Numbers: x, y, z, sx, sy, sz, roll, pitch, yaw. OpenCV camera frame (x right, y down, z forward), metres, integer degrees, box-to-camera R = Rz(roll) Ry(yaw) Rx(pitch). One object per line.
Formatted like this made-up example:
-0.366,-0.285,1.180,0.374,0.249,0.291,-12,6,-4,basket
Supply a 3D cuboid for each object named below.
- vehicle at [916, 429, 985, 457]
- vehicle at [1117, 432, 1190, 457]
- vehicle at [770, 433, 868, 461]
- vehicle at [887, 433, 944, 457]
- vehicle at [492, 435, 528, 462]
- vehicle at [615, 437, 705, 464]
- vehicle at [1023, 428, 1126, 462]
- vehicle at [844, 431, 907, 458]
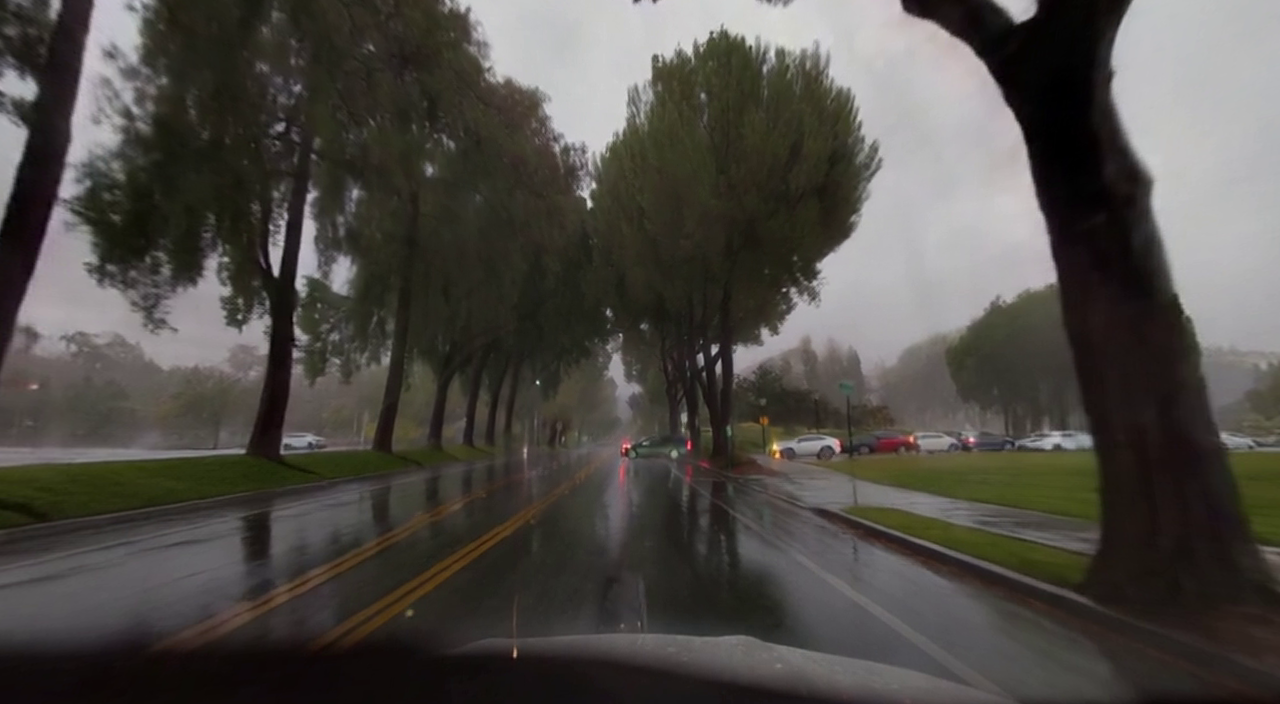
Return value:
20.671,6.111,42.318,2.023,1.736,4.227,1,-8,-8,vehicle
36.077,6.497,44.502,1.790,1.665,3.807,1,-8,-4,vehicle
10.027,5.358,35.655,4.870,1.507,2.073,0,-8,0,vehicle
17.944,6.080,41.356,1.673,1.436,3.700,1,-8,-8,vehicle
-9.263,6.916,45.480,2.100,1.771,4.463,0,-8,-6,vehicle
1.159,5.867,37.612,4.890,1.478,2.253,-6,-10,32,vehicle
21.114,4.542,30.744,3.830,1.429,1.890,4,-10,-10,vehicle
15.444,6.097,41.765,2.073,1.642,4.468,0,-8,-6,vehicle
